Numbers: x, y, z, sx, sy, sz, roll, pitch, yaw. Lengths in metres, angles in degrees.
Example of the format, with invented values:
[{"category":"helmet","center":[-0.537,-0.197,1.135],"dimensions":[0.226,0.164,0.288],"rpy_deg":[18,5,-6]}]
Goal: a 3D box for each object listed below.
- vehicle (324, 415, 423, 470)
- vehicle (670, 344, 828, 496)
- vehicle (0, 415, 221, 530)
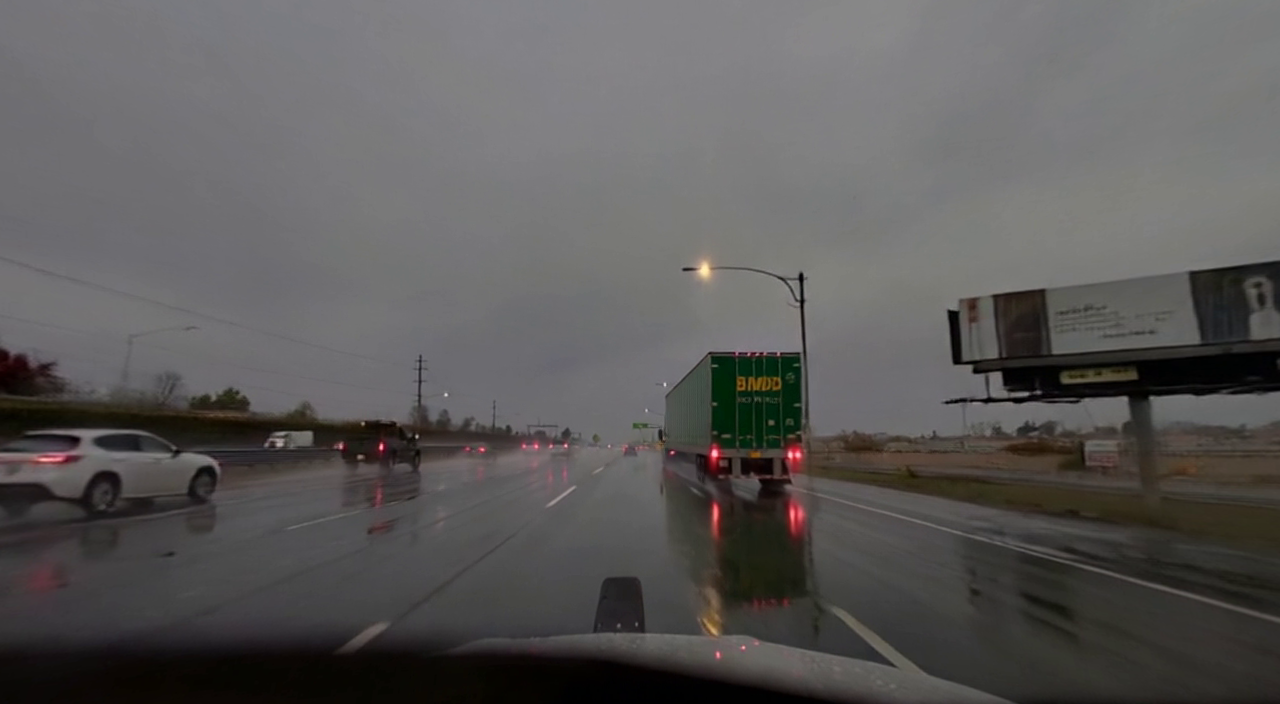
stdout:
[{"category":"vehicle","center":[-13.759,4.758,33.155],"dimensions":[2.307,2.571,6.260],"rpy_deg":[0,-8,1]},{"category":"vehicle","center":[3.167,2.846,23.963],"dimensions":[2.891,3.944,15.051],"rpy_deg":[0,-8,-2]},{"category":"vehicle","center":[-10.483,2.136,11.724],"dimensions":[2.045,1.697,4.844],"rpy_deg":[0,-8,0]}]
